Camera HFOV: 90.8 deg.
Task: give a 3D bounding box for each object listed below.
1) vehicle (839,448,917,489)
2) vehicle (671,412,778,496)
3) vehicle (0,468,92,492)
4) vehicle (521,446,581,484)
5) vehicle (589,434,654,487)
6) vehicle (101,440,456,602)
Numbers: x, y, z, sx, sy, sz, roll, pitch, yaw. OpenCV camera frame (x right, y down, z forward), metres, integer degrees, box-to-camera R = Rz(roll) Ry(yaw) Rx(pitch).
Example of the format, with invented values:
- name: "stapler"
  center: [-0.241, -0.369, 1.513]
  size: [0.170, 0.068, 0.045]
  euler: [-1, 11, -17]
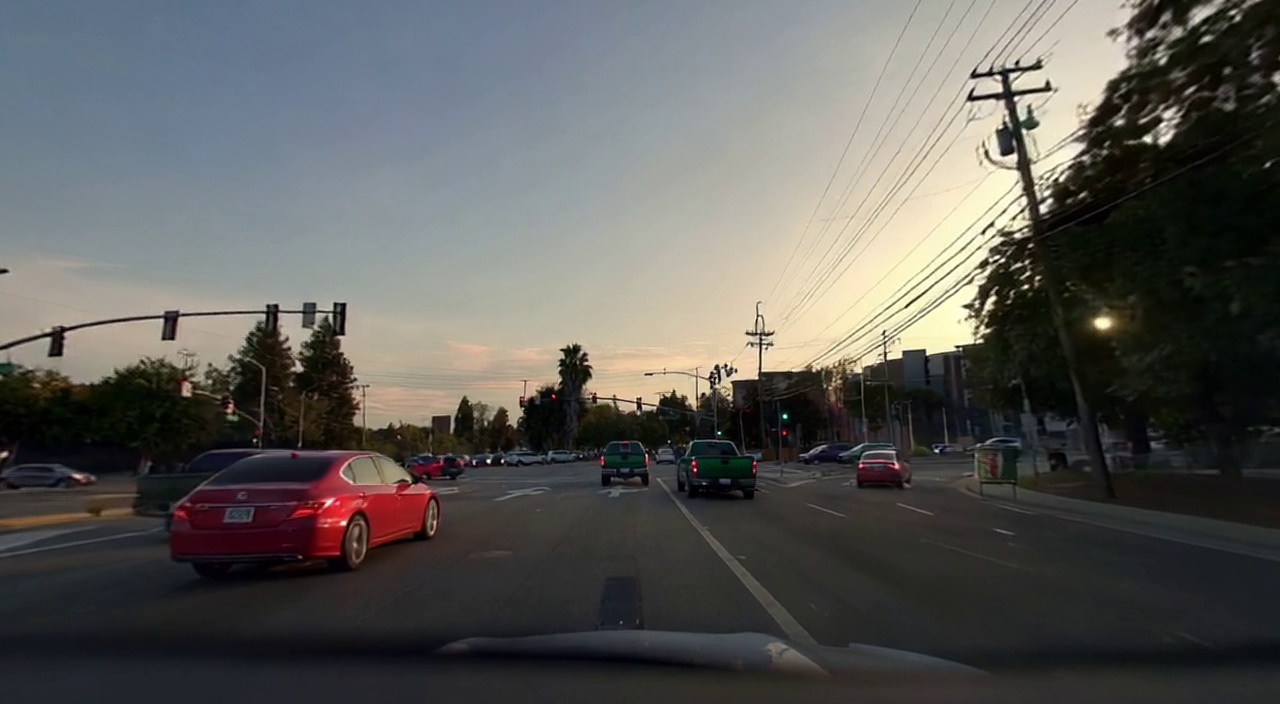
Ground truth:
- name: "vehicle"
  center: [9.312, 4.557, 25.055]
  size: [2.212, 1.466, 4.126]
  euler: [-2, -9, 11]
- name: "vehicle"
  center: [2.834, 3.756, 23.493]
  size: [2.905, 2.636, 6.895]
  euler: [0, -9, -1]
- name: "vehicle"
  center: [-39.751, 8.532, 42.207]
  size: [4.309, 1.411, 1.906]
  euler: [1, -9, -7]
- name: "vehicle"
  center: [-4.354, 5.597, 31.648]
  size: [2.273, 1.749, 4.385]
  euler: [0, -9, 1]
- name: "vehicle"
  center: [-0.721, 4.901, 28.829]
  size: [2.643, 2.145, 5.585]
  euler: [0, -9, 1]
- name: "vehicle"
  center: [-4.047, 1.929, 8.219]
  size: [1.939, 1.494, 4.499]
  euler: [0, -9, 0]
